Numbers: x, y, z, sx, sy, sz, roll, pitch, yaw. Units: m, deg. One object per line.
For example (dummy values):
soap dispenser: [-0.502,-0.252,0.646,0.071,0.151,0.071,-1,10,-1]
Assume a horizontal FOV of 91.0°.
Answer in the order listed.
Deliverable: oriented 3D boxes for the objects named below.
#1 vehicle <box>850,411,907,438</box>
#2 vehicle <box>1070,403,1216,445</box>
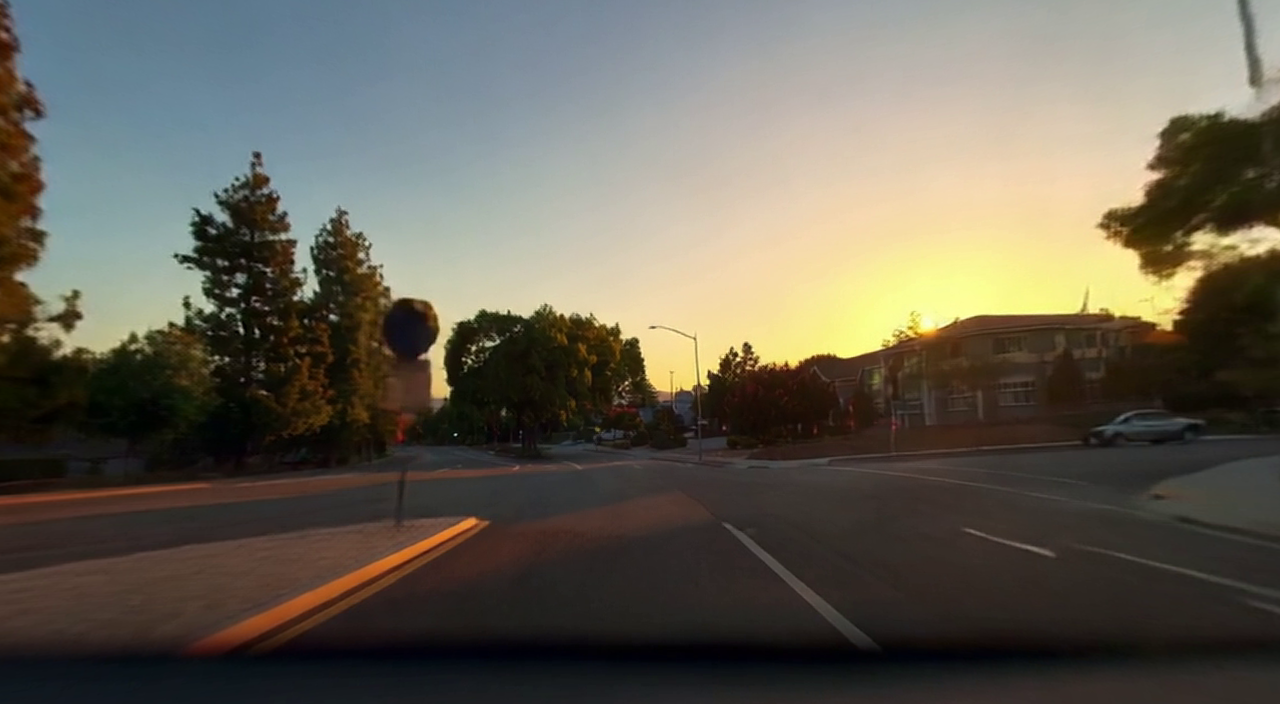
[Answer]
vehicle: [17.528,5.375,46.209,4.740,1.779,2.023,8,-12,-44]
vehicle: [20.747,3.062,26.268,4.499,1.627,2.003,-5,-10,33]
